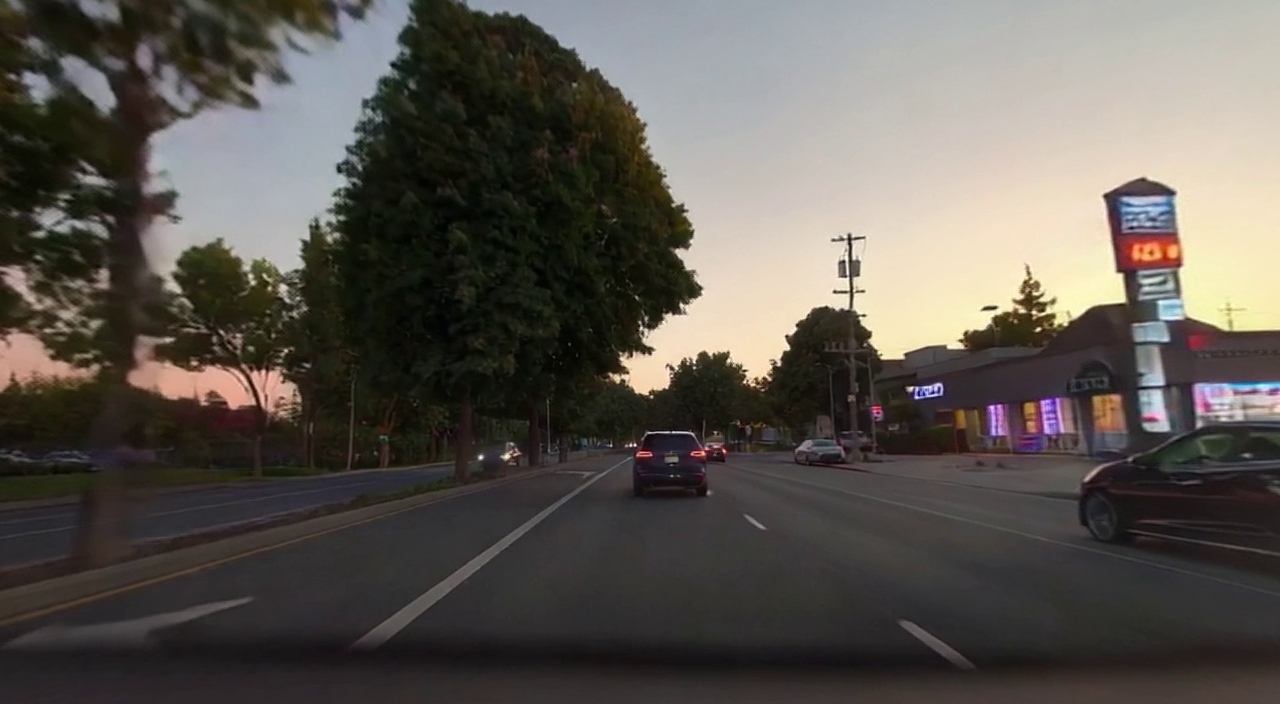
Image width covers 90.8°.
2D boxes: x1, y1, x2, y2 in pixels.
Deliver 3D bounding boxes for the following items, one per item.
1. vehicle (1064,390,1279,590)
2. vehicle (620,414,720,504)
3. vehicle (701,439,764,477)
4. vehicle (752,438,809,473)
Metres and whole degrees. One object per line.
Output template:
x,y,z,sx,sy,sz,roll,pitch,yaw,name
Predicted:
6.706,1.285,6.002,2.025,1.765,4.729,0,-8,0,vehicle
0.576,2.686,16.240,2.038,1.917,4.900,0,-8,-3,vehicle
3.841,4.489,26.933,1.940,1.474,4.234,0,-8,-2,vehicle
6.921,5.117,31.491,1.793,1.585,4.130,0,-8,-1,vehicle
